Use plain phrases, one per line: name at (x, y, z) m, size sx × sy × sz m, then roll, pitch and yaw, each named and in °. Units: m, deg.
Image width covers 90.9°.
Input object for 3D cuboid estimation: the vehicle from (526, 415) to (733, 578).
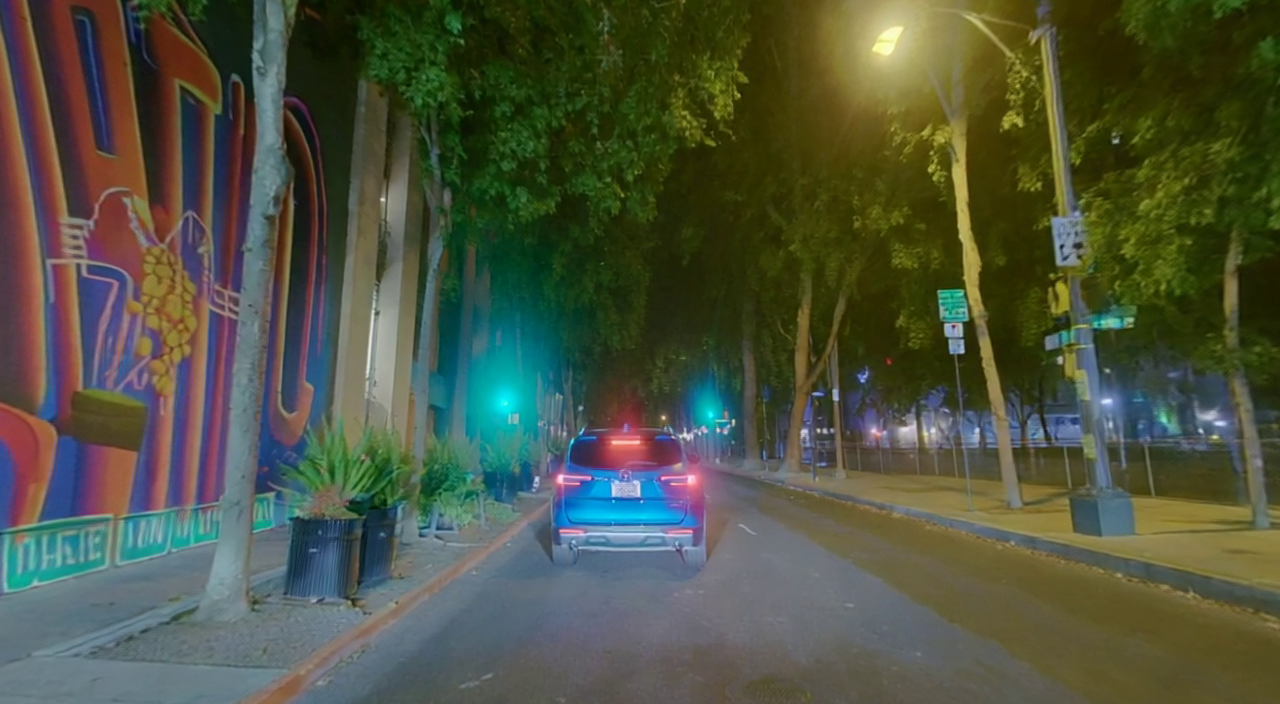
vehicle at (-0.132, 1.751, 8.378) m, size 2.079 × 1.621 × 3.861 m, roll 0°, pitch -8°, yaw -1°
